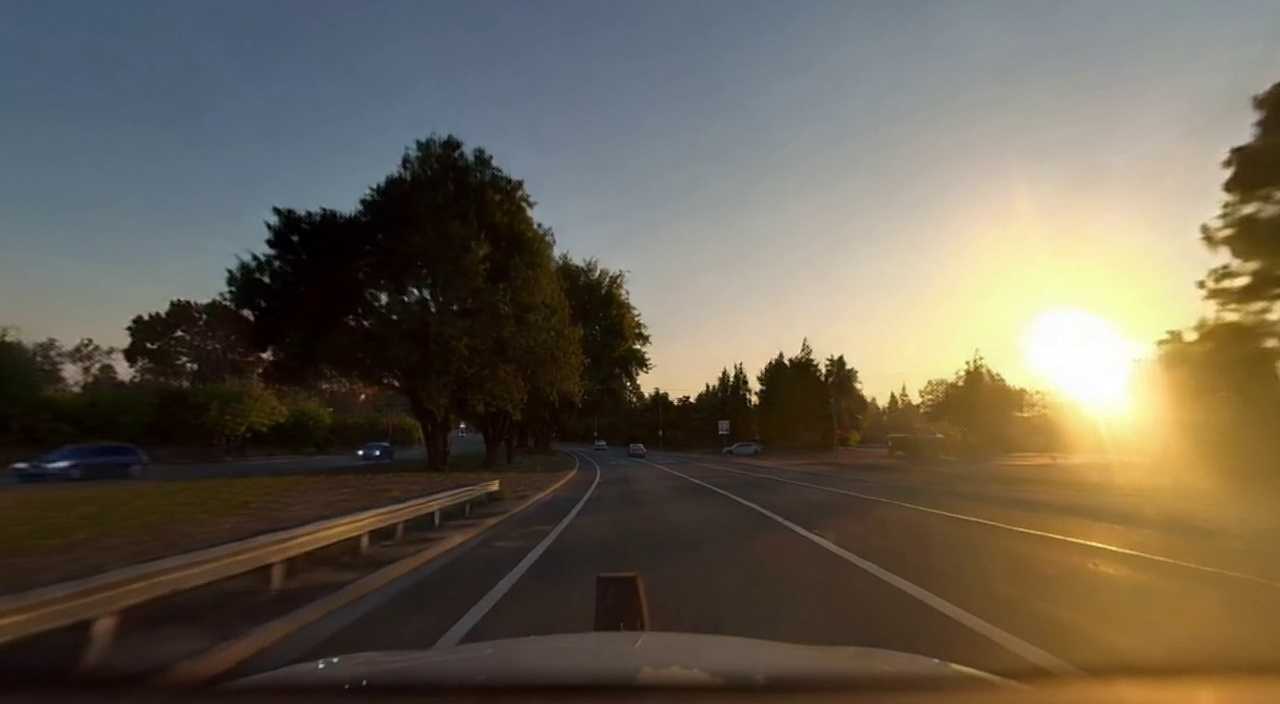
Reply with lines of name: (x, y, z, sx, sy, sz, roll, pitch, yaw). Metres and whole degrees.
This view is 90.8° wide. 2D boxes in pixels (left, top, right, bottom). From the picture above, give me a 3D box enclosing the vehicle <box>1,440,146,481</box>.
vehicle: (-22.273, 4.266, 25.127, 1.826, 1.473, 4.374, 0, -9, -2)
